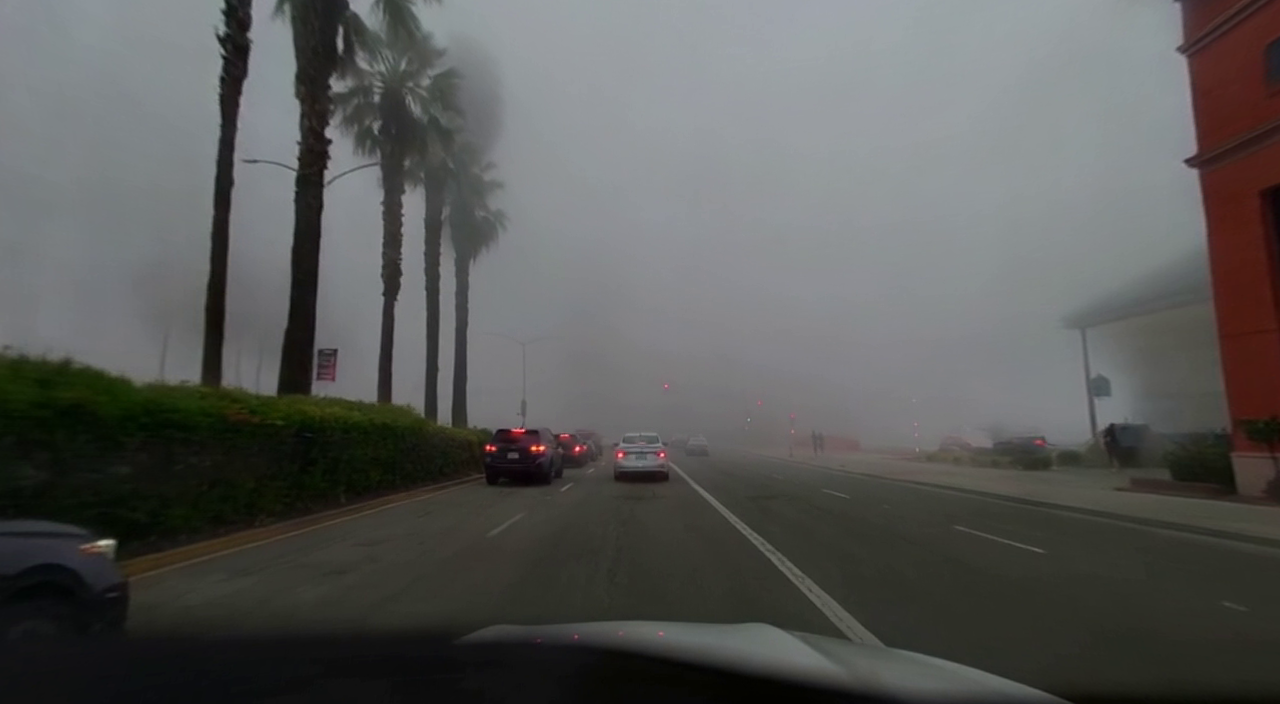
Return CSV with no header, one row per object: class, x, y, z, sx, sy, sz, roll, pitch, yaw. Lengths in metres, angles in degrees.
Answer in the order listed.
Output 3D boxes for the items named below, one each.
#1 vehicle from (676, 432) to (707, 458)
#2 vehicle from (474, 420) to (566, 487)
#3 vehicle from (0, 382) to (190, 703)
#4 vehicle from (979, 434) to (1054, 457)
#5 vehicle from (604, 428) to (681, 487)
vehicle,3.844,7.044,47.684,1.992,1.834,4.572,0,-8,0
vehicle,-3.394,2.995,18.742,1.914,1.741,4.398,0,-8,-1
vehicle,-3.587,0.706,1.315,1.875,1.526,4.542,0,-8,1
vehicle,25.570,6.369,42.837,3.914,1.427,1.779,-1,-8,-1
vehicle,0.062,3.197,19.400,2.114,1.585,4.285,0,-8,0
